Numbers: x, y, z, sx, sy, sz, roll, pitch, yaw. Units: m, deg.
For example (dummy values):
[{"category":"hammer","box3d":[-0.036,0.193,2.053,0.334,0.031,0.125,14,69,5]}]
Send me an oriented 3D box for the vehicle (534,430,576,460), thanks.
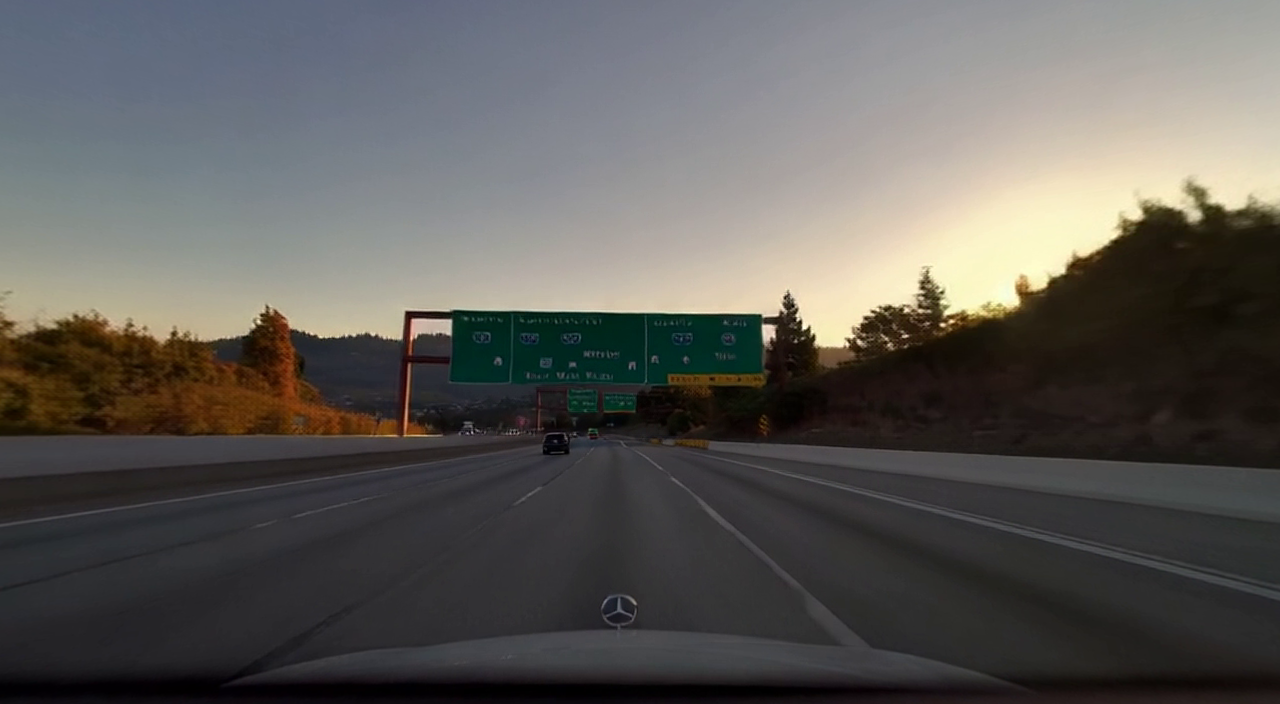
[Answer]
[{"category":"vehicle","box3d":[-4.722,5.215,35.430,1.878,1.548,3.966,0,-8,-1]}]
